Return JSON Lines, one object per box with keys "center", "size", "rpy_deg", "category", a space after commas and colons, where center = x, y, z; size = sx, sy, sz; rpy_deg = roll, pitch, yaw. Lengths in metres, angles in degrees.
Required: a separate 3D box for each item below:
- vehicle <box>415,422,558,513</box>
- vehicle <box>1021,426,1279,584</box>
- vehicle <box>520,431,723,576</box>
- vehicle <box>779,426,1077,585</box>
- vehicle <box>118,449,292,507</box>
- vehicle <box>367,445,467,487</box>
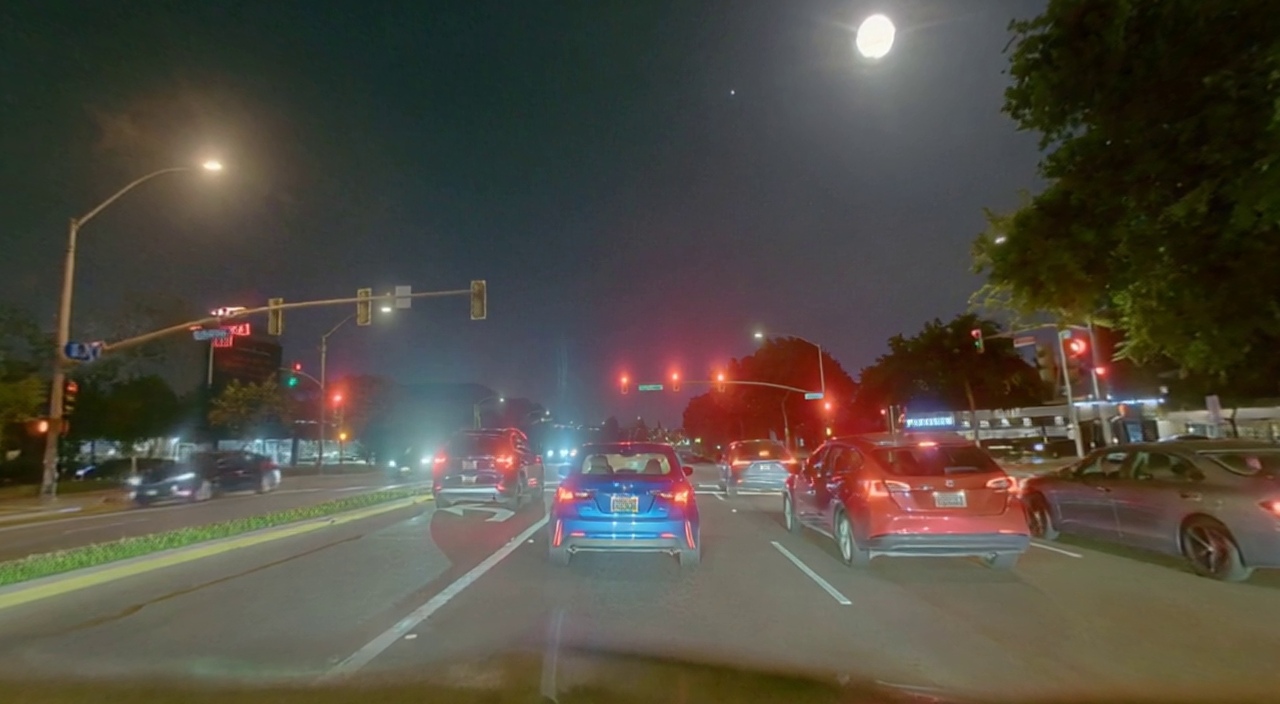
{"center": [-3.449, 2.722, 15.424], "size": [2.160, 1.823, 5.115], "rpy_deg": [0, -8, 1], "category": "vehicle"}
{"center": [7.189, 1.737, 7.860], "size": [2.004, 1.508, 4.646], "rpy_deg": [0, -8, 0], "category": "vehicle"}
{"center": [-0.166, 1.864, 8.566], "size": [2.098, 1.477, 3.897], "rpy_deg": [0, -8, 1], "category": "vehicle"}
{"center": [3.237, 1.791, 8.230], "size": [2.020, 1.513, 4.120], "rpy_deg": [0, -8, 2], "category": "vehicle"}
{"center": [-12.528, 3.609, 18.644], "size": [1.872, 1.463, 4.455], "rpy_deg": [0, -8, 2], "category": "vehicle"}
{"center": [-8.335, 4.286, 24.116], "size": [2.045, 1.438, 4.480], "rpy_deg": [0, -8, 2], "category": "vehicle"}
